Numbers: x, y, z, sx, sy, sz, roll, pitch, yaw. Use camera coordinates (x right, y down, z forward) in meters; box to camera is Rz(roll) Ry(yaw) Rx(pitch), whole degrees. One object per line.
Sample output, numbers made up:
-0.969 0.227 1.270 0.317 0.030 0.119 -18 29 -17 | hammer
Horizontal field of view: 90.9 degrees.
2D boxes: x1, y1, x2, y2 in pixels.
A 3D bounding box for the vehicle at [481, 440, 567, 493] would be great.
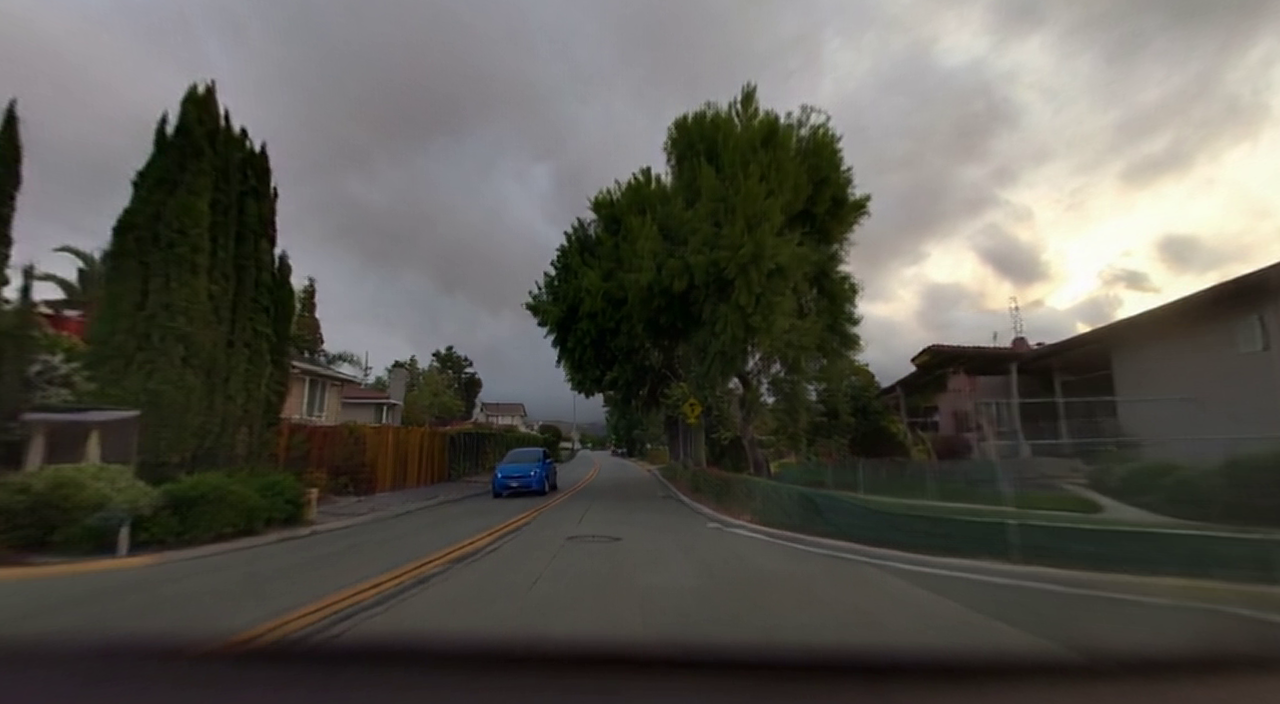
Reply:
-3.928 4.020 22.158 2.036 1.657 4.391 0 -10 2 | vehicle
